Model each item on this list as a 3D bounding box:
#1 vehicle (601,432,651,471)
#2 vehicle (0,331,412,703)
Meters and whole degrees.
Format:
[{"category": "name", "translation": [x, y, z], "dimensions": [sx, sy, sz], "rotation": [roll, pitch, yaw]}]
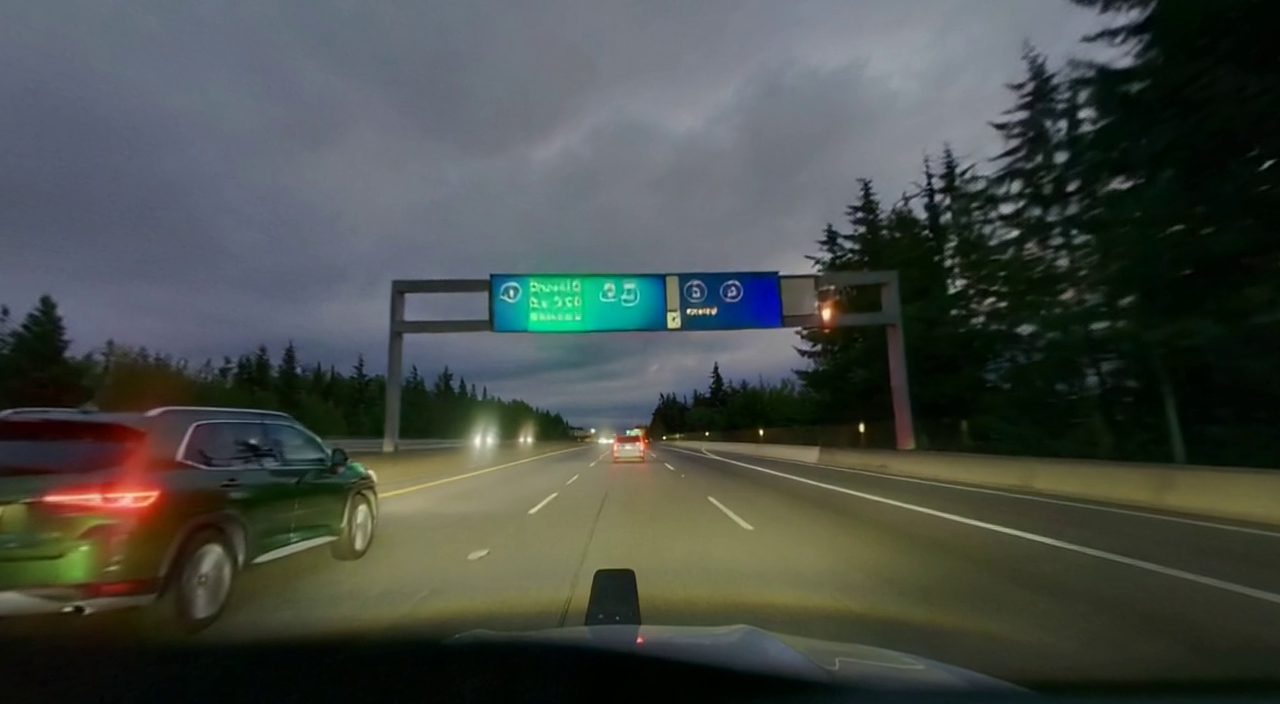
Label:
[{"category": "vehicle", "translation": [-0.600, 4.269, 27.246], "dimensions": [2.010, 1.534, 4.013], "rotation": [0, -8, -1]}, {"category": "vehicle", "translation": [-3.532, 1.051, 4.515], "dimensions": [2.111, 1.689, 4.505], "rotation": [0, -8, 0]}]
